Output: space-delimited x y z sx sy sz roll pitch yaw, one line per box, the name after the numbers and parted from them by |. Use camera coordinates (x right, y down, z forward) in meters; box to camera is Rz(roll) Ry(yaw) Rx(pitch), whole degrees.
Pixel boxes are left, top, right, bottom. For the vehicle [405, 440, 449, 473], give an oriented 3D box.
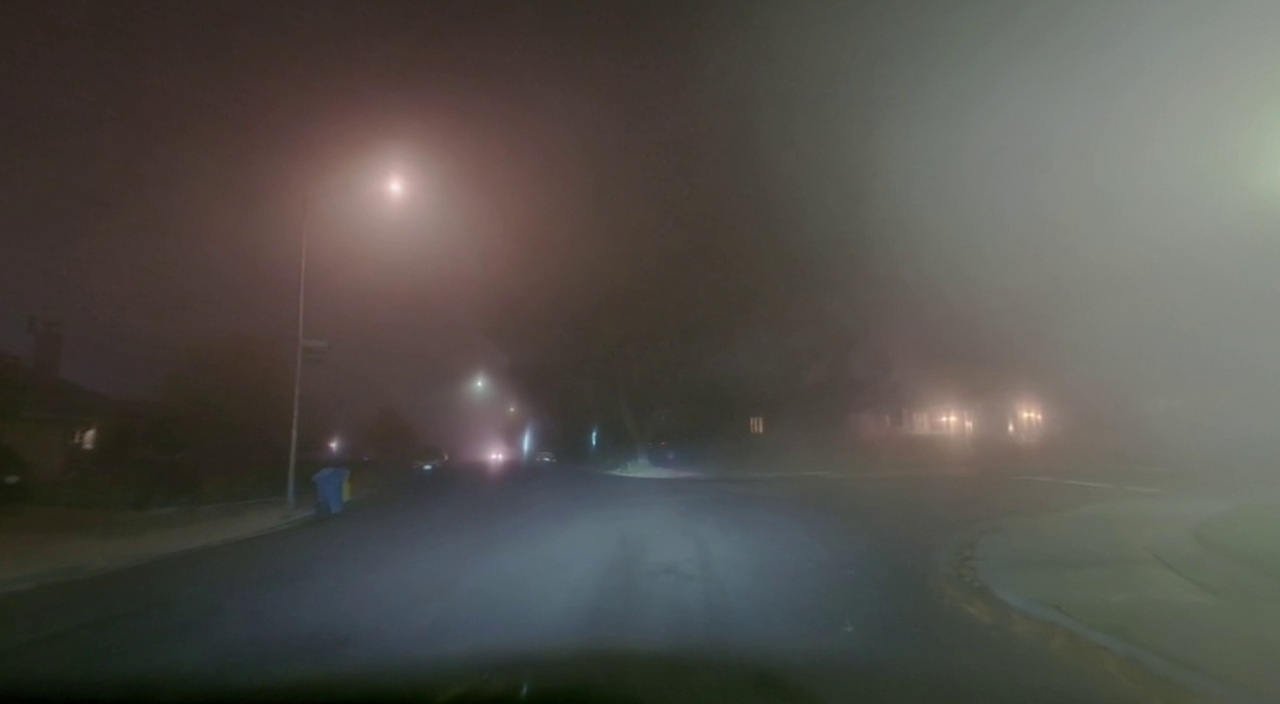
-12.815 6.327 38.326 2.152 1.826 4.725 2 -9 -15 | vehicle

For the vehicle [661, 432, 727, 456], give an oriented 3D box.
3.773 6.503 44.479 4.241 1.597 1.833 2 -9 -15 | vehicle
